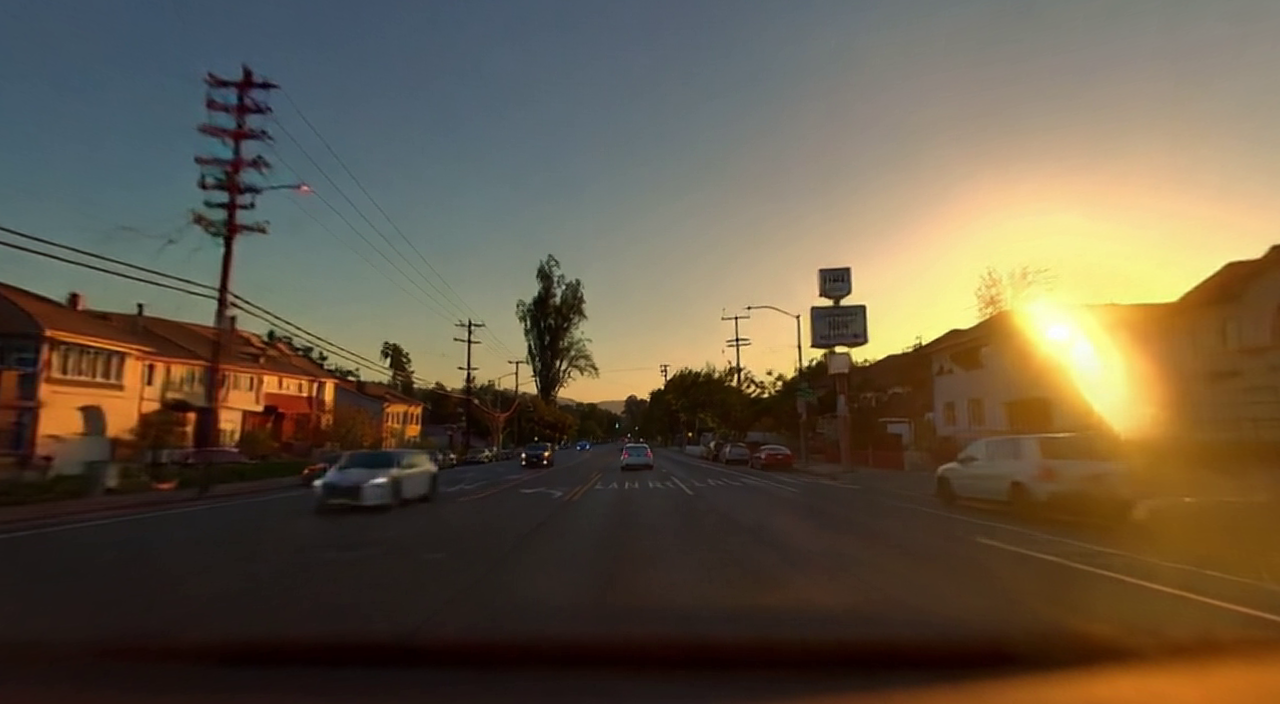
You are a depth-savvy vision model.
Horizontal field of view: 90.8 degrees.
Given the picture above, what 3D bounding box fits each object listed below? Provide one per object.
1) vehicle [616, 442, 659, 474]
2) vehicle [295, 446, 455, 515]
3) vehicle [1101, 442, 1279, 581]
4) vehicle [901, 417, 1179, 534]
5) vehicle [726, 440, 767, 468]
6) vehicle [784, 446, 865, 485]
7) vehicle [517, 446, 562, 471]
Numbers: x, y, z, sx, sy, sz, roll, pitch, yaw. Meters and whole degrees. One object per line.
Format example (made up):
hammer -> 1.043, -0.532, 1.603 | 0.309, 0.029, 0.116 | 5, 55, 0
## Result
vehicle -> -0.152, 5.523, 33.136 | 2.067, 1.547, 4.513 | 0, -8, -1
vehicle -> -6.460, 3.140, 16.114 | 2.018, 1.466, 4.631 | -1, -8, 1
vehicle -> 7.837, 1.750, 7.014 | 1.833, 1.475, 4.648 | 0, -8, -1
vehicle -> 7.771, 2.441, 13.222 | 2.188, 1.903, 5.324 | 0, -8, -2
vehicle -> 7.671, 7.401, 46.016 | 2.026, 1.851, 4.360 | 0, -8, -2
vehicle -> 7.727, 4.751, 26.932 | 1.936, 1.479, 4.736 | 0, -8, -1
vehicle -> -6.354, 6.789, 40.446 | 1.992, 1.476, 4.682 | -1, -8, 1
